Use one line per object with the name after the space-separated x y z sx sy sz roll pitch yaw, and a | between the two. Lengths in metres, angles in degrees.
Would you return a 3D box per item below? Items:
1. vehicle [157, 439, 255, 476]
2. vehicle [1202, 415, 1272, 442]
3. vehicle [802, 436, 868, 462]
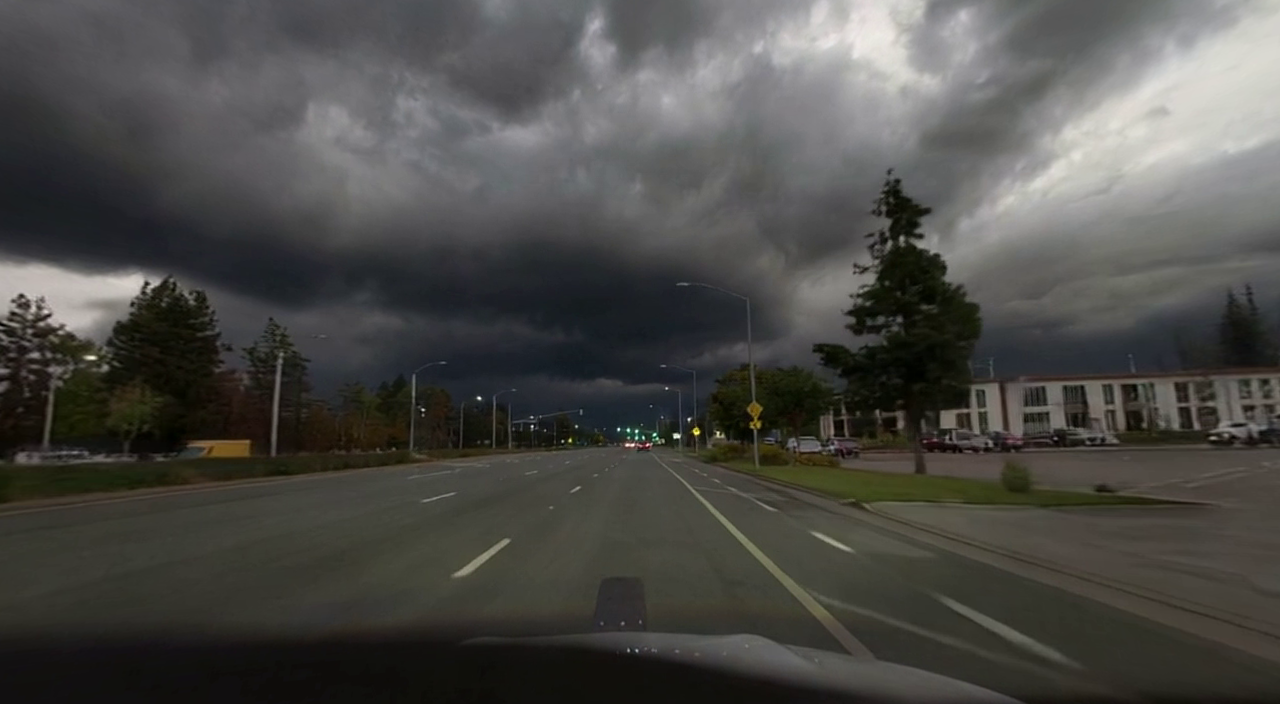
-32.099 7.785 46.993 2.514 2.485 6.584 0 -8 1 | vehicle
42.610 5.483 45.002 4.477 1.834 2.117 4 -9 -28 | vehicle
14.947 7.442 48.473 4.388 1.446 1.808 -6 -7 1 | vehicle
